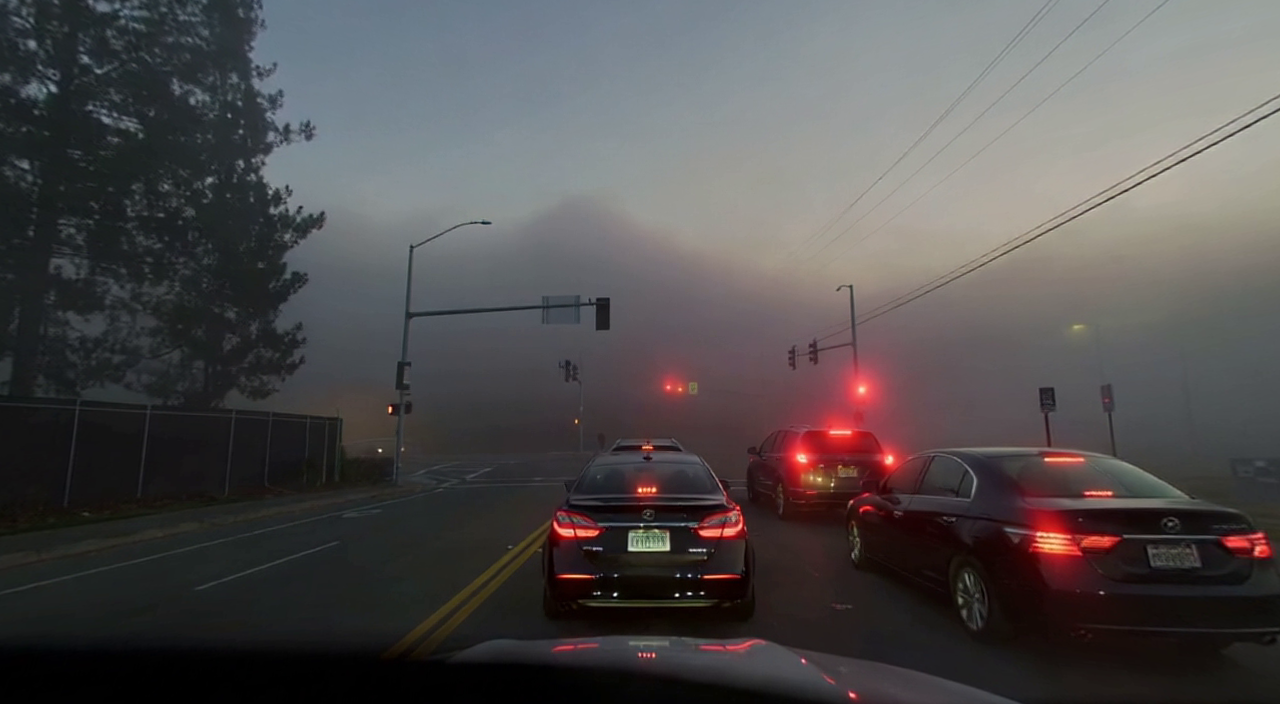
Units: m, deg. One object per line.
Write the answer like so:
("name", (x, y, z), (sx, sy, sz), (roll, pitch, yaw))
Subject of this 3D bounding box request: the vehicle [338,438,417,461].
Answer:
("vehicle", (-17.236, 6.407, 41.468), (4.406, 1.458, 1.892), (-1, -8, 7))

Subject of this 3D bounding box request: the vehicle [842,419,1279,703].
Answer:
("vehicle", (3.084, 1.249, 4.143), (2.027, 1.432, 4.431), (0, -8, 0))

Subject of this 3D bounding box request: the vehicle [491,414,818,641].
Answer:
("vehicle", (0.065, 1.489, 6.449), (2.170, 1.497, 4.369), (0, -8, -1))
